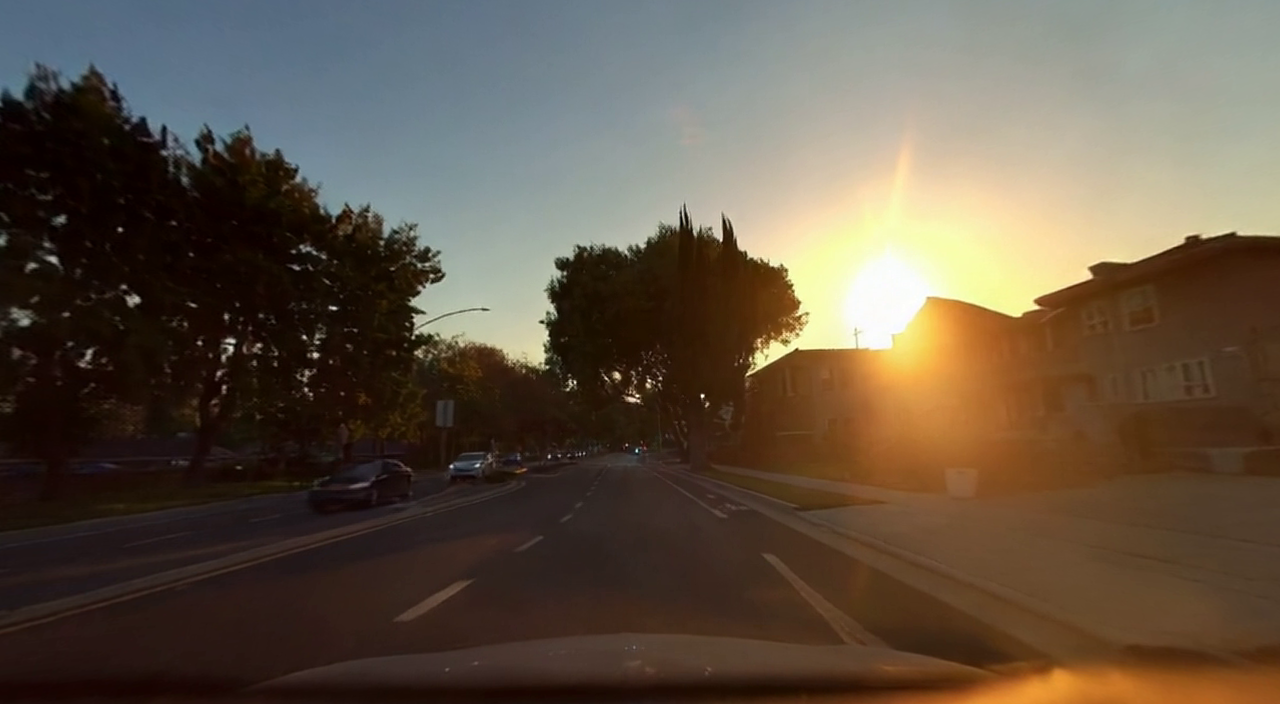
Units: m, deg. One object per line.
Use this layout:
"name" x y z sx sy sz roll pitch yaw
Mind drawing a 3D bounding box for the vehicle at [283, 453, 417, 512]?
"vehicle" -8.562 3.866 19.123 2.050 1.486 4.512 0 -8 -2

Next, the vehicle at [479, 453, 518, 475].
"vehicle" -10.830 8.570 48.475 1.925 1.503 4.411 0 -8 1

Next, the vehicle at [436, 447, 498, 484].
"vehicle" -9.267 6.078 34.135 2.057 1.805 4.933 0 -8 -1
